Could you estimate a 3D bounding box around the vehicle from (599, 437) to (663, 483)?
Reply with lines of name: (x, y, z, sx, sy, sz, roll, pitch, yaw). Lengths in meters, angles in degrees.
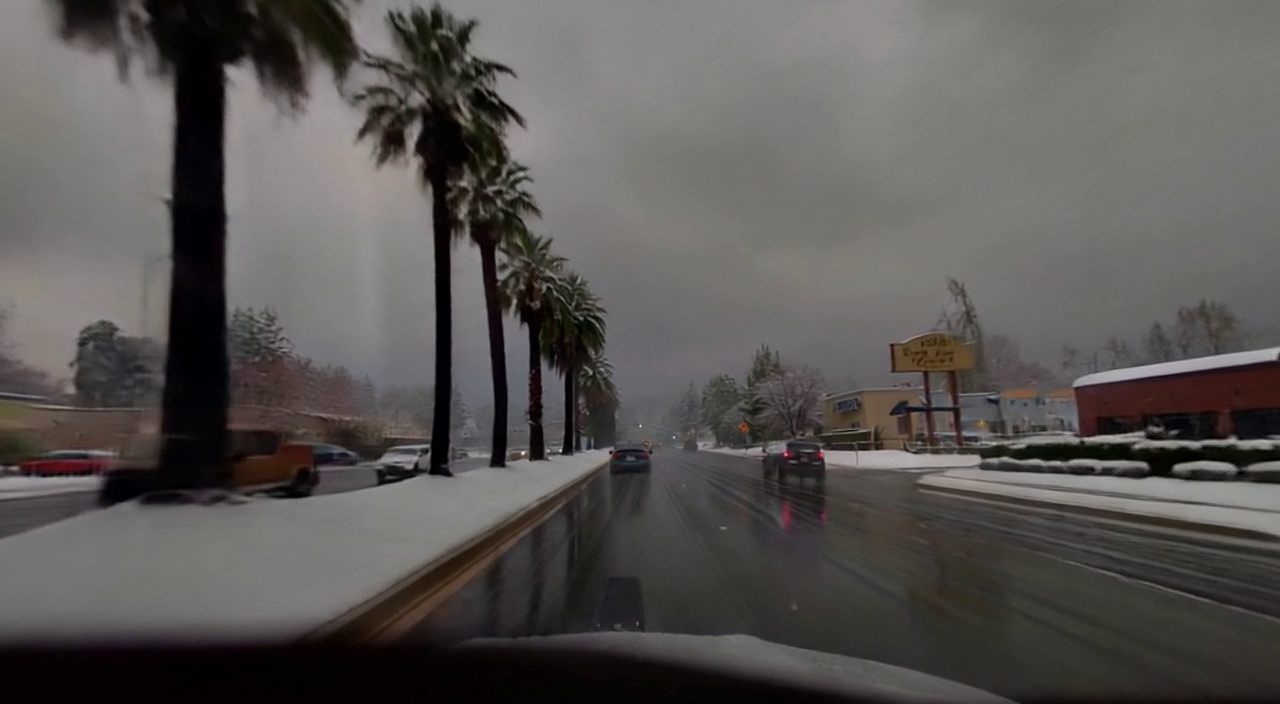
vehicle: (-0.330, 3.874, 22.897, 2.106, 1.496, 3.964, 0, -9, -1)

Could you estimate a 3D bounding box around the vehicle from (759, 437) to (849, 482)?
vehicle: (6.364, 4.231, 25.131, 2.244, 1.618, 4.585, 0, -9, -2)

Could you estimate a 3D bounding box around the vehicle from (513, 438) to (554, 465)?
vehicle: (-7.137, 6.743, 42.851, 2.156, 1.702, 4.379, 0, -9, -2)

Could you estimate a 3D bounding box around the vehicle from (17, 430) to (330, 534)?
vehicle: (-8.285, 2.336, 12.093, 2.049, 1.543, 5.131, 0, -9, 0)

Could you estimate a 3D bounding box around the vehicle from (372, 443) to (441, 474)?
vehicle: (-11.943, 5.479, 32.626, 1.833, 1.464, 4.463, 0, -9, 0)
